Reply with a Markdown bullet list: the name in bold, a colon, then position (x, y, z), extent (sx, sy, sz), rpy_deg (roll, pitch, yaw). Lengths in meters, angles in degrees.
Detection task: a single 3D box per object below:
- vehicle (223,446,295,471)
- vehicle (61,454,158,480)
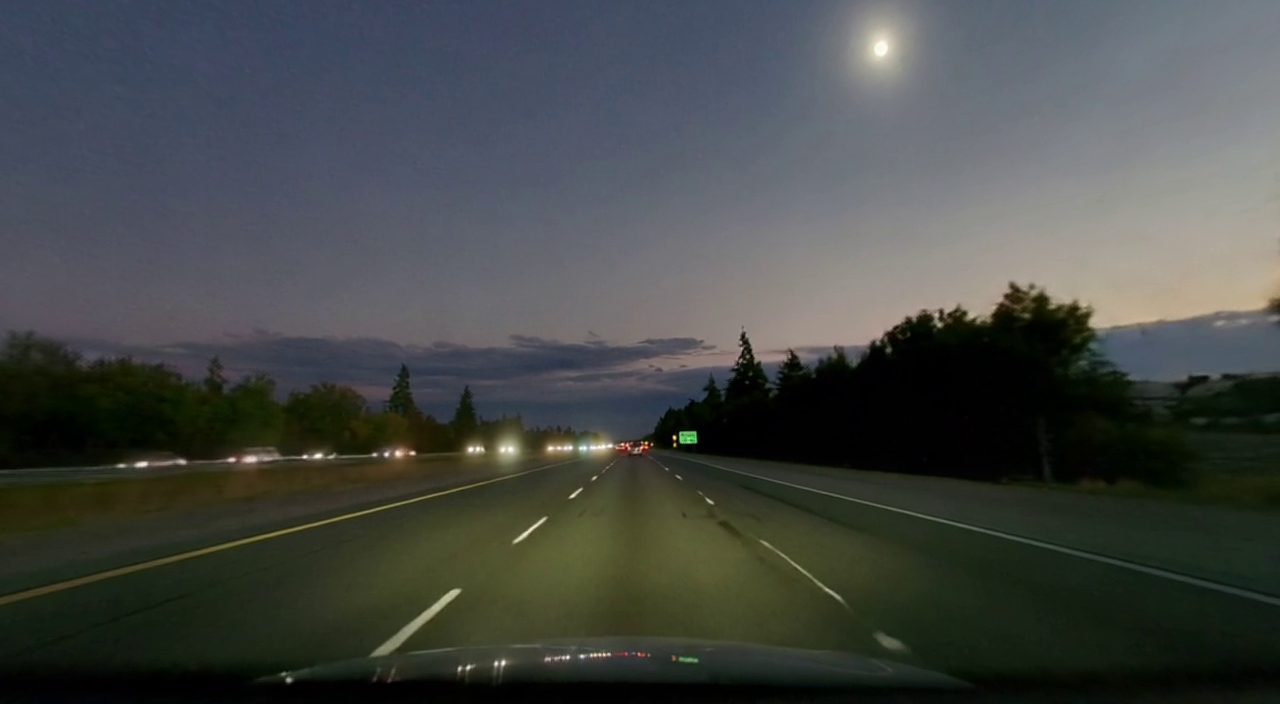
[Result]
- **vehicle**: position (-28.833, 8.069, 48.084), extent (2.089, 1.787, 5.411), rpy_deg (0, -9, 0)
- **vehicle**: position (-32.700, 7.079, 39.123), extent (1.825, 1.464, 4.853), rpy_deg (0, -9, -1)
